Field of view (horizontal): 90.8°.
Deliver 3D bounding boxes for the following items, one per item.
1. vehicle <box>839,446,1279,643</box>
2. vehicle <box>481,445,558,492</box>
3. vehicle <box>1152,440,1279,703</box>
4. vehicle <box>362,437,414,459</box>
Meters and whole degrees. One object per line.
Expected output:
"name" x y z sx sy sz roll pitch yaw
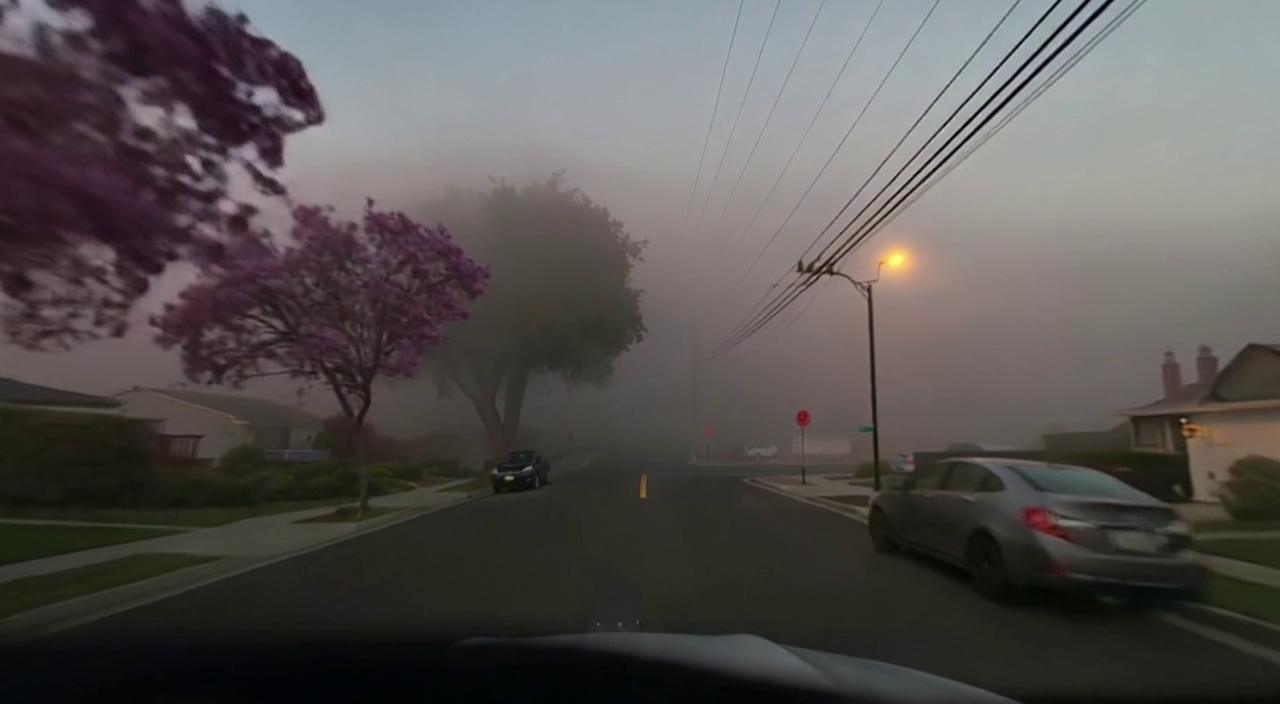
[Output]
"vehicle" 4.270 1.847 7.403 2.074 1.466 5.046 0 -9 -2
"vehicle" -4.406 4.307 23.762 1.938 1.508 4.481 0 -7 1
"vehicle" 4.204 0.931 1.418 2.006 1.489 4.753 0 -8 -2
"vehicle" -18.412 6.984 46.028 1.870 1.492 4.472 8 -12 -43
